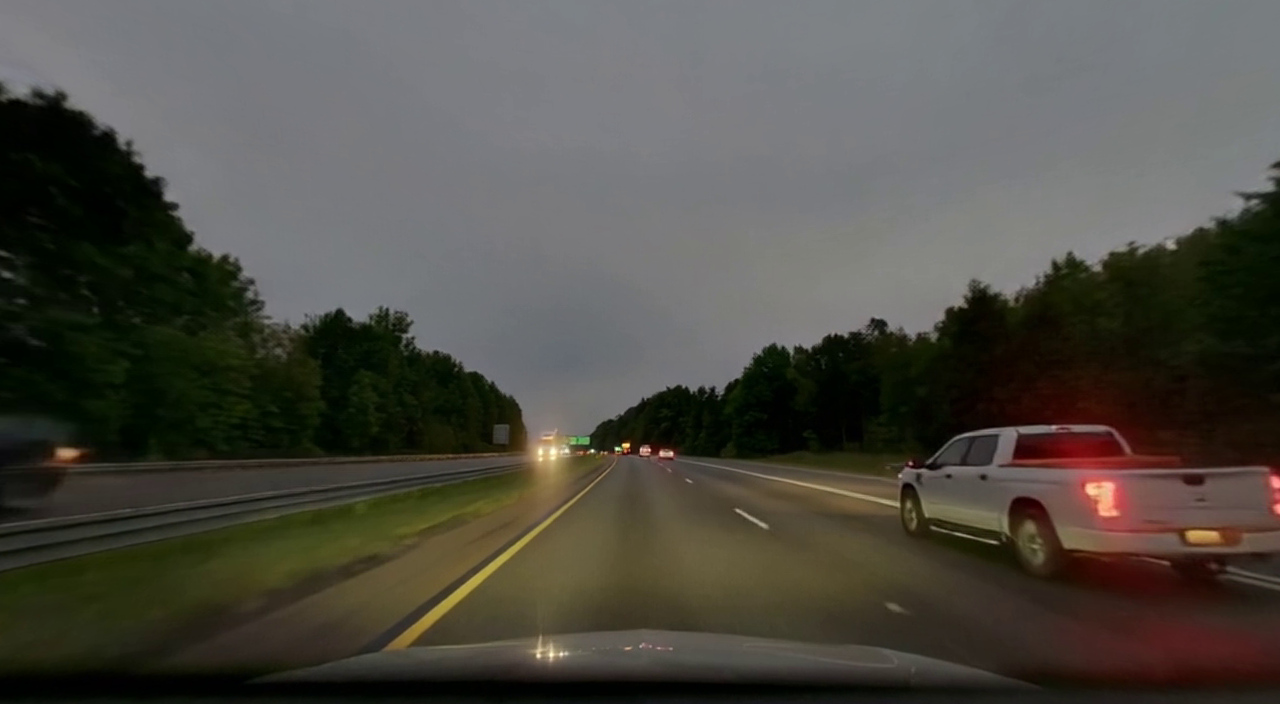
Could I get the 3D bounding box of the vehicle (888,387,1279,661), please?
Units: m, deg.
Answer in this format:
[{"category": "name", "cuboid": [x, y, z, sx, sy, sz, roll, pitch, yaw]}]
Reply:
[{"category": "vehicle", "cuboid": [4.292, 1.381, 6.123, 1.933, 1.663, 4.440, 0, -9, 0]}]
